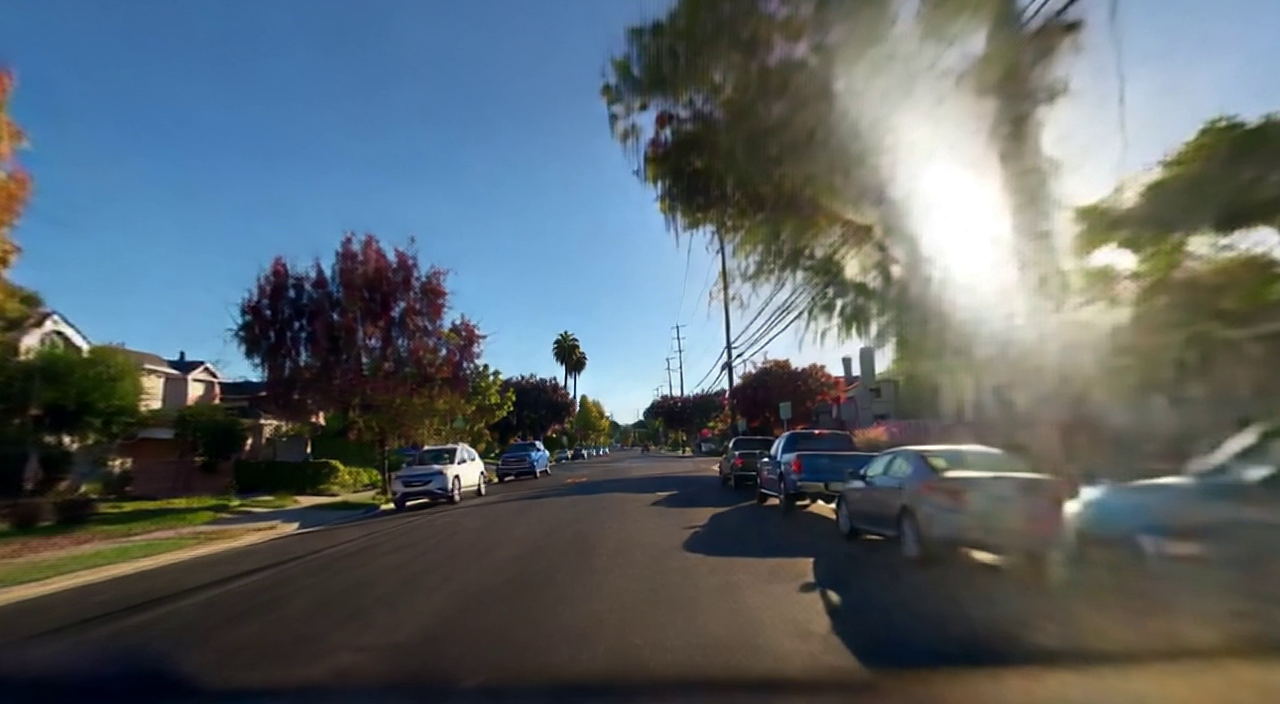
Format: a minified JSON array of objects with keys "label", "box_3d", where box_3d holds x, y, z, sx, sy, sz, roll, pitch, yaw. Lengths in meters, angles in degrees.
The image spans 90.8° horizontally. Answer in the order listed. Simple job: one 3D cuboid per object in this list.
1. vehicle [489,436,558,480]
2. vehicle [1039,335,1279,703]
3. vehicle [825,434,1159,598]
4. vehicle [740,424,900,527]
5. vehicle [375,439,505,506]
[{"label":"vehicle","box_3d":[-5.818,5.392,32.499,2.455,2.045,6.171,0,-8,-1]},{"label":"vehicle","box_3d":[3.554,0.711,1.738,2.012,1.777,4.505,0,-9,1]},{"label":"vehicle","box_3d":[3.839,1.814,7.842,1.854,1.493,3.880,0,-9,-1]},{"label":"vehicle","box_3d":[3.473,2.471,13.244,1.979,1.762,4.621,0,-9,0]},{"label":"vehicle","box_3d":[-5.831,3.557,19.220,2.226,1.768,4.780,0,-8,2]}]
